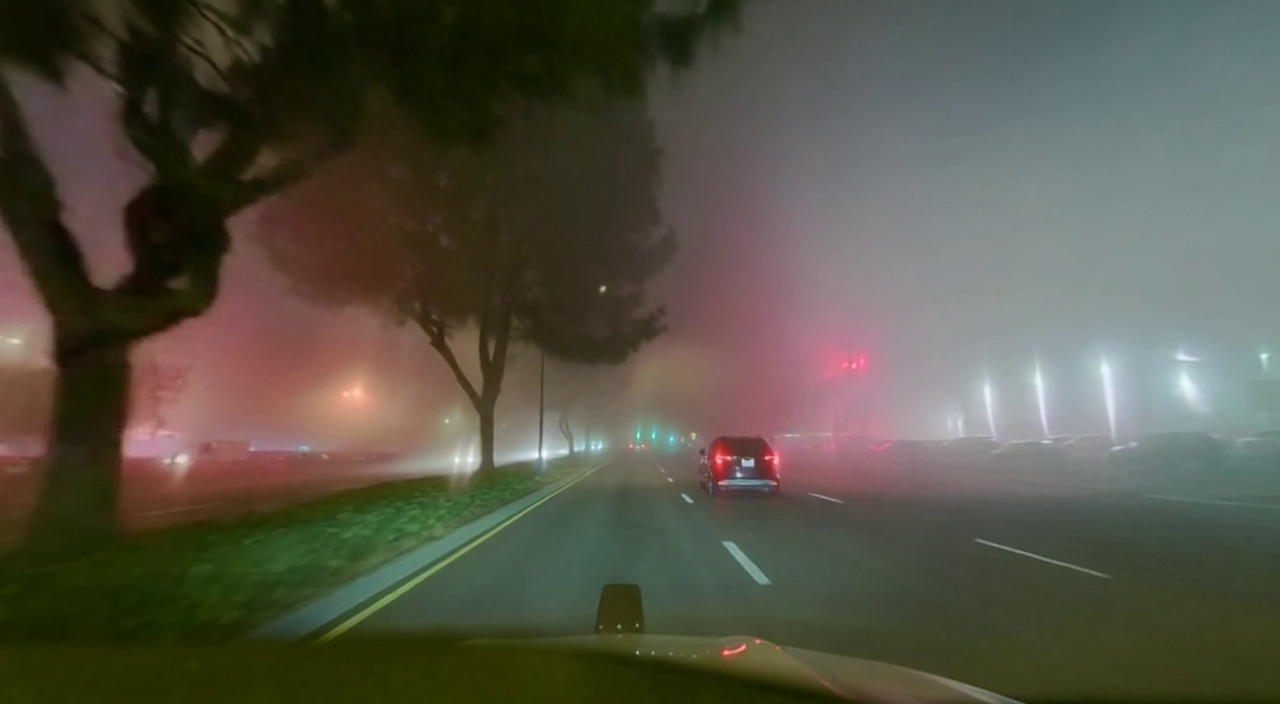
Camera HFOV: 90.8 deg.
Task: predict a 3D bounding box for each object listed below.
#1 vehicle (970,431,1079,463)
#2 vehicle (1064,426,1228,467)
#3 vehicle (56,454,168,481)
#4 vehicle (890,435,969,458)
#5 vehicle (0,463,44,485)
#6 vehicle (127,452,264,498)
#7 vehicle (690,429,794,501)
[{"bbox_3d":[19.701,4.883,32.536,4.227,1.567,2.034,0,-8,1],"label":"vehicle"},{"bbox_3d":[19.556,3.668,24.590,4.584,1.503,1.942,0,-8,2],"label":"vehicle"},{"bbox_3d":[-29.287,6.415,35.176,4.340,1.422,1.976,1,-8,-5],"label":"vehicle"},{"bbox_3d":[19.799,6.477,43.325,4.518,1.501,1.902,0,-8,0],"label":"vehicle"},{"bbox_3d":[-42.647,8.163,42.335,3.598,1.432,1.688,0,-8,1],"label":"vehicle"},{"bbox_3d":[-16.386,4.508,23.638,1.927,1.492,4.347,0,-8,0],"label":"vehicle"},{"bbox_3d":[2.563,2.955,16.939,1.963,1.677,4.229,0,-8,-1],"label":"vehicle"}]
